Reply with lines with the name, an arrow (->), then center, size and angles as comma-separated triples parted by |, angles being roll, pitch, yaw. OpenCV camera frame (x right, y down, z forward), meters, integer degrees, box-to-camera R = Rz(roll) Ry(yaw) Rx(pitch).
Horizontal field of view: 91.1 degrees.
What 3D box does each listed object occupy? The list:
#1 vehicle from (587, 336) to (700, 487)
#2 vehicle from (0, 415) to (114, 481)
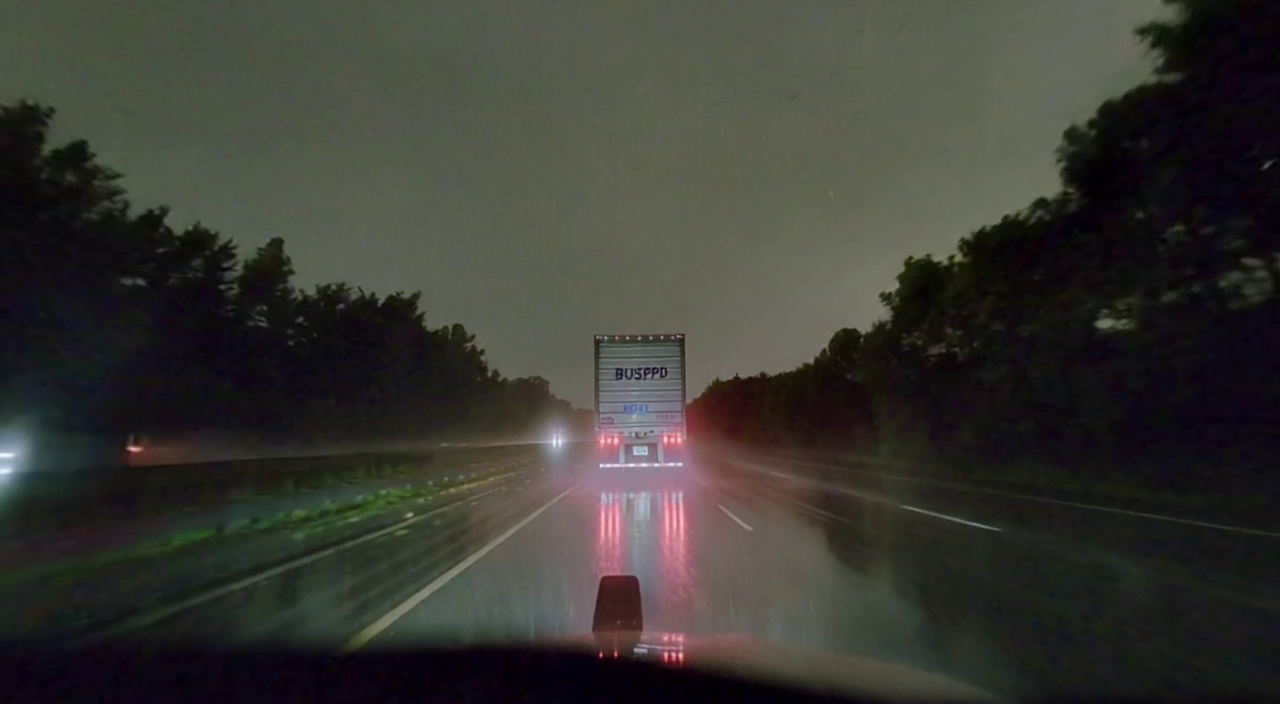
vehicle -> 0.082, 2.095, 20.649 | 2.870, 3.911, 8.697 | 0, -8, 0
vehicle -> -15.710, 2.355, 15.588 | 1.795, 1.517, 4.019 | 0, -8, 0
